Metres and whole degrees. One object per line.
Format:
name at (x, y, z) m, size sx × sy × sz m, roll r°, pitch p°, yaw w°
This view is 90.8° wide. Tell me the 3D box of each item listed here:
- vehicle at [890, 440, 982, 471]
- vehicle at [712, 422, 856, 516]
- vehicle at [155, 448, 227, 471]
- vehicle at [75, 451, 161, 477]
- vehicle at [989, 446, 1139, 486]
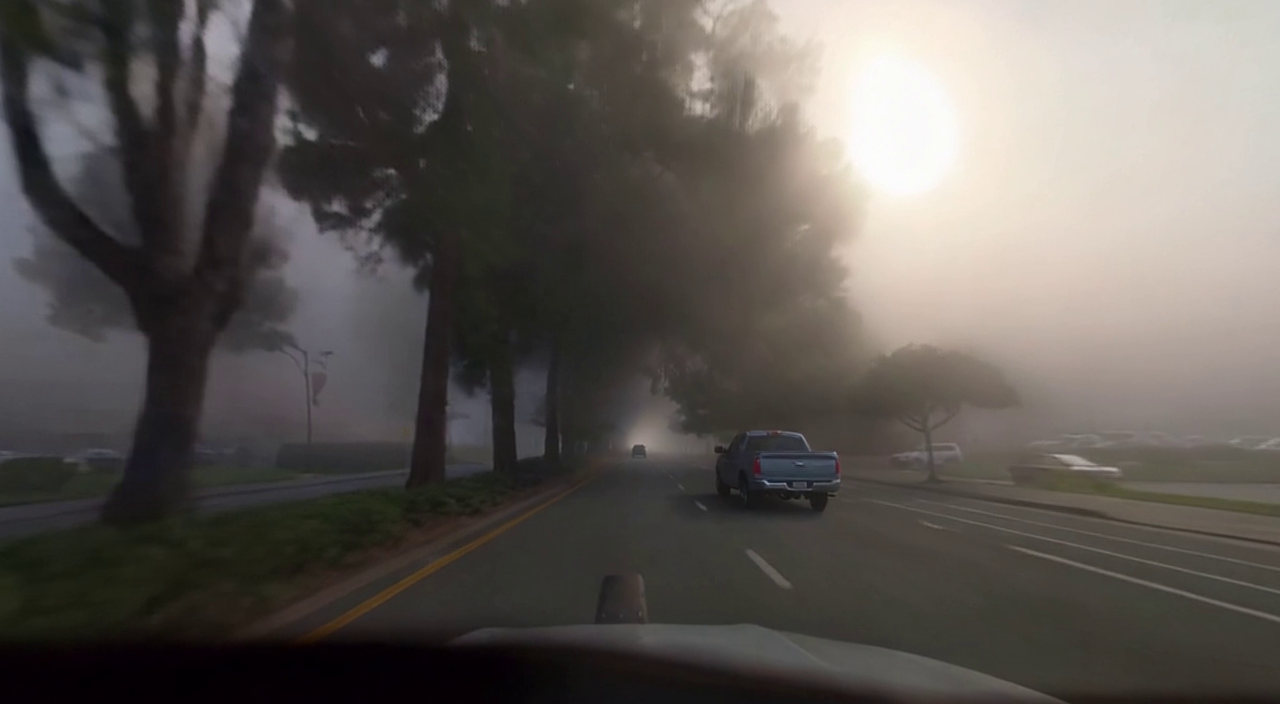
vehicle at (17.635, 6.183, 37.887) m, size 4.747 × 1.761 × 2.043 m, roll -4°, pitch -9°, yaw 22°
vehicle at (3.140, 2.707, 15.163) m, size 2.138 × 1.836 × 5.245 m, roll 0°, pitch -9°, yaw -1°
vehicle at (-29.414, 7.017, 41.432) m, size 3.413 × 1.459 × 1.669 m, roll 0°, pitch -9°, yaw 0°
vehicle at (-29.670, 6.387, 35.989) m, size 3.386 × 1.402 × 1.598 m, roll 0°, pitch -9°, yaw -2°
vehicle at (17.003, 4.573, 25.685) m, size 4.721 × 1.462 × 2.028 m, roll -4°, pitch -9°, yaw 25°
